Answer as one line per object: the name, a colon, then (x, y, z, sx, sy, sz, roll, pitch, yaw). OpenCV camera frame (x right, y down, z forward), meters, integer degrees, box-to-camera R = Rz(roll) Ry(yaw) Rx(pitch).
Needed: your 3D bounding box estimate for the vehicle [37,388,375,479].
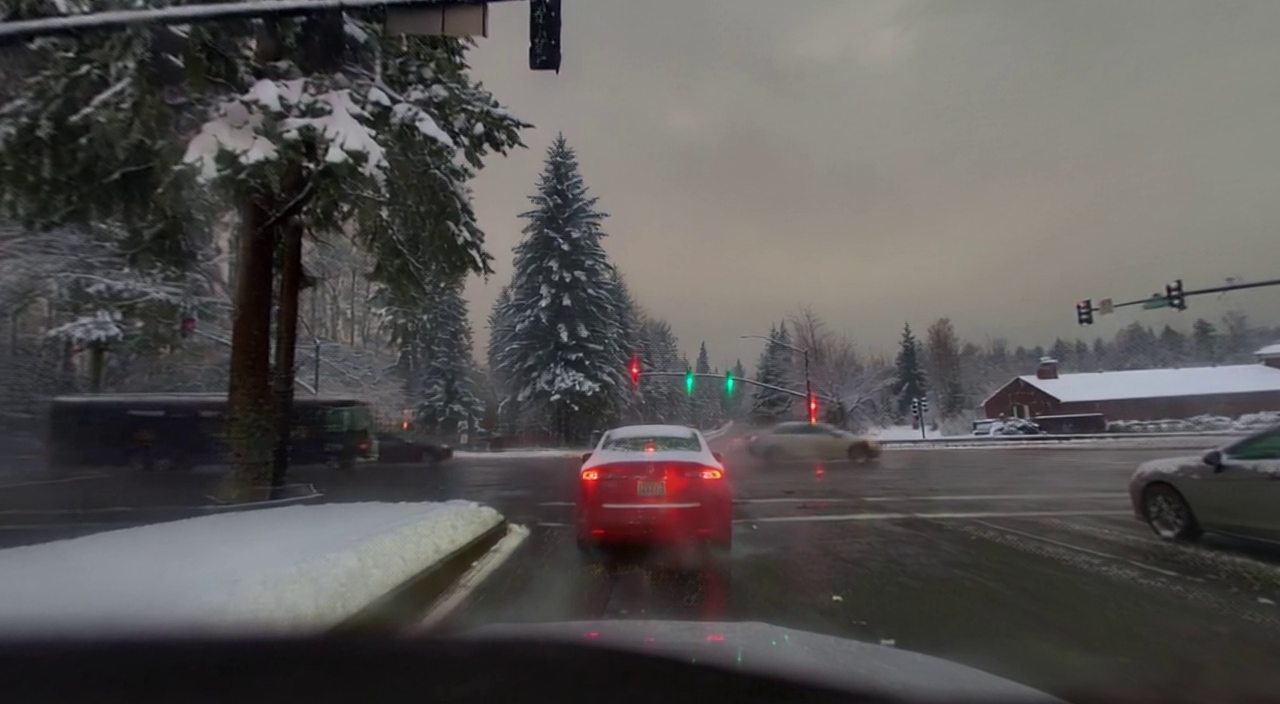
vehicle: (-15.925, 3.102, 23.749, 10.544, 3.126, 2.909, -1, -8, 1)

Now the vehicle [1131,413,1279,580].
vehicle: (7.070, 1.316, 5.613, 1.901, 1.577, 4.348, 0, -8, 1)

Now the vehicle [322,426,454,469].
vehicle: (-10.833, 4.138, 27.362, 4.833, 1.784, 2.027, 0, -8, 1)

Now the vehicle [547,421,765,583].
vehicle: (0.108, 1.689, 7.882, 2.041, 1.485, 3.813, 0, -8, -1)

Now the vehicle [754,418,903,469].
vehicle: (6.932, 3.434, 23.652, 4.921, 1.757, 2.036, 0, -8, 1)
